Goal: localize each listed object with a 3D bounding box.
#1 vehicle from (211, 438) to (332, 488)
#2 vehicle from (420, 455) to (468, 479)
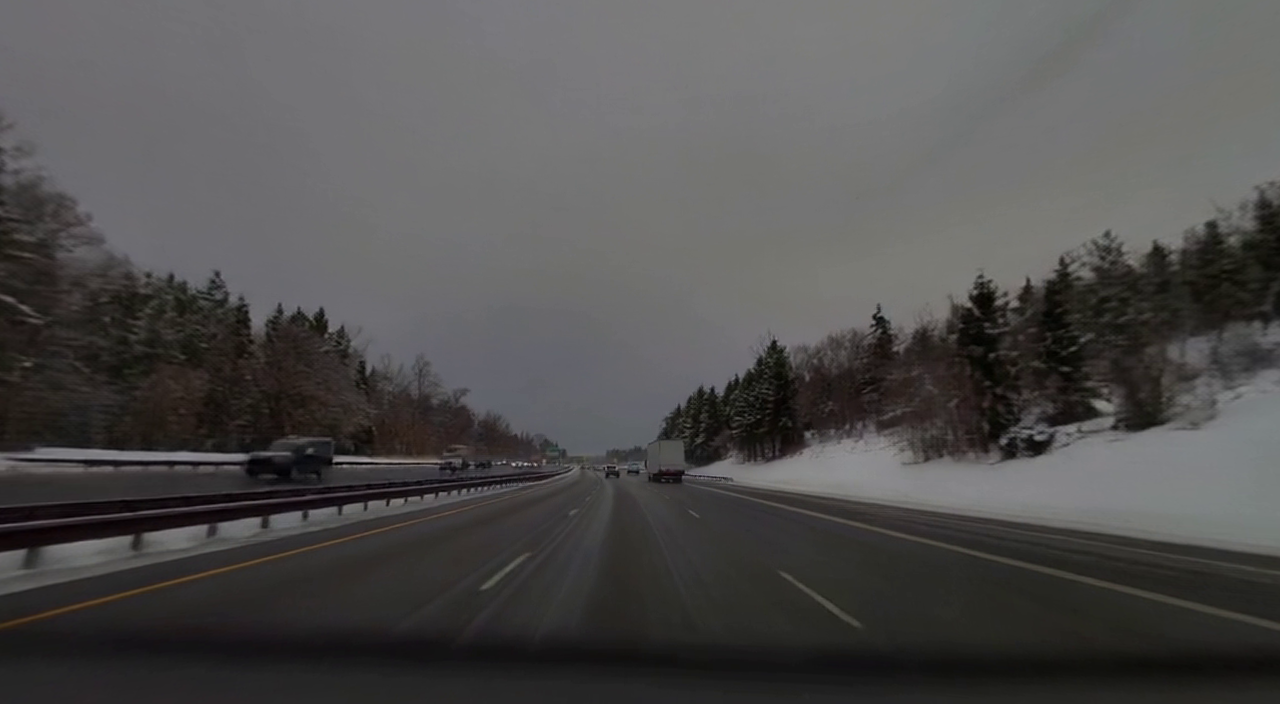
[{"bbox_3d":[-11.721,3.605,20.336,1.732,1.414,3.600,1,-11,-1],"label":"vehicle"},{"bbox_3d":[-12.942,7.660,41.850,1.858,1.451,4.401,1,-11,-1],"label":"vehicle"}]
